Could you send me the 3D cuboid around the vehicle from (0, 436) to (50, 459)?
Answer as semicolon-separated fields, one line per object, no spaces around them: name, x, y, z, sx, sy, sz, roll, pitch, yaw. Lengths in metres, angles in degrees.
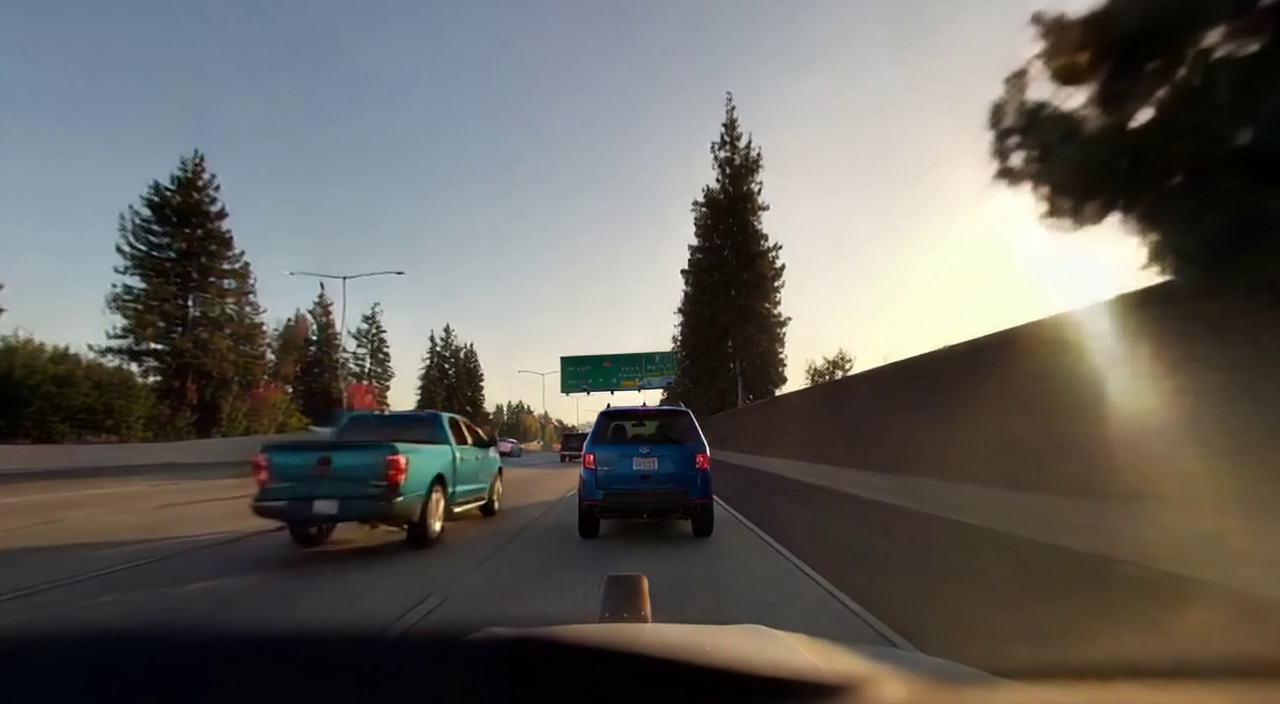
vehicle;-40.846;6.204;40.992;1.512;1.377;3.423;0;-8;2

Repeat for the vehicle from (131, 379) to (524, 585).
vehicle;-3.341;1.607;8.706;2.235;1.826;6.106;0;-9;1

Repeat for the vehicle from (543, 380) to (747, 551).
vehicle;0.053;1.698;9.908;2.395;2.013;4.734;0;-9;0

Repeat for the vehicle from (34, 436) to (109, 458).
vehicle;-36.905;6.171;41.043;1.643;1.386;3.351;0;-9;2
